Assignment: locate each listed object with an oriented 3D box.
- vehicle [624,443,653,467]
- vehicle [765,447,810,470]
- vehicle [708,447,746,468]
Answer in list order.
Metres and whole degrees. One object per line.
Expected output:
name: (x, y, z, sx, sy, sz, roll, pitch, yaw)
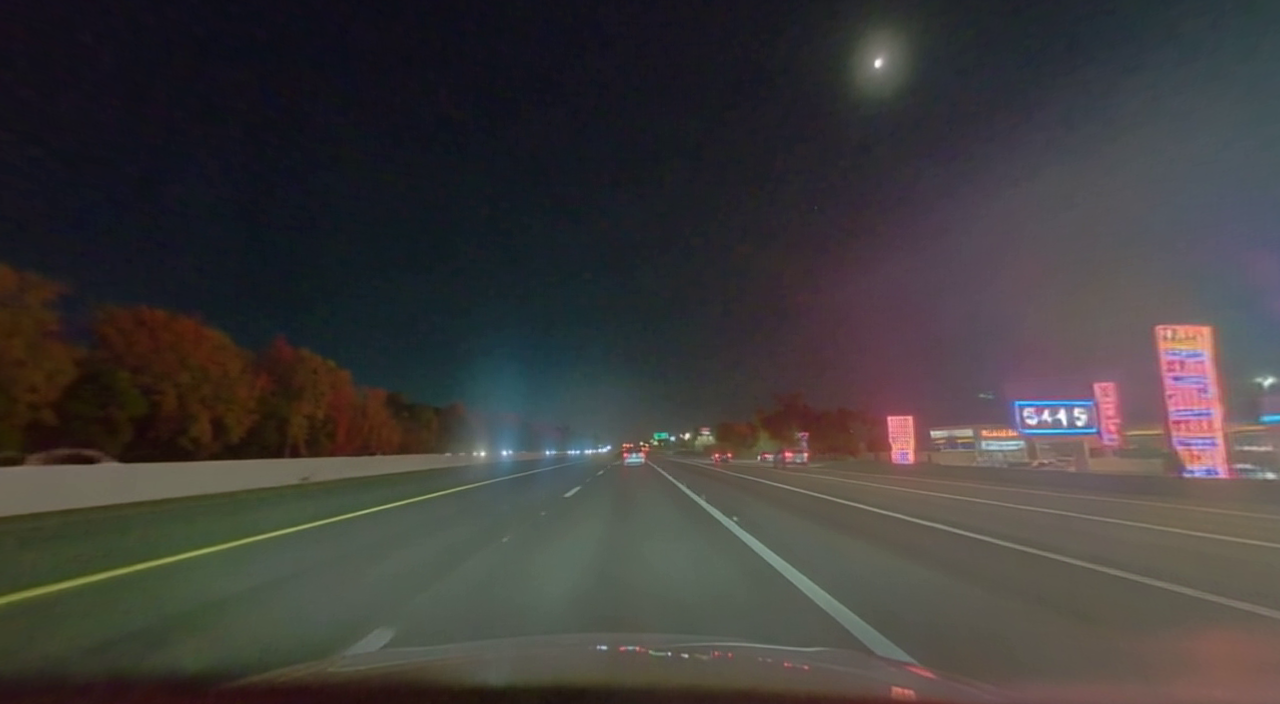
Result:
vehicle: (-0.172, 8.091, 49.988, 2.154, 1.786, 5.045, 0, -8, -1)
vehicle: (10.199, 7.378, 43.934, 1.953, 1.473, 4.512, 0, -9, -1)
vehicle: (6.337, 7.760, 46.576, 1.976, 1.477, 4.448, 0, -9, -2)
